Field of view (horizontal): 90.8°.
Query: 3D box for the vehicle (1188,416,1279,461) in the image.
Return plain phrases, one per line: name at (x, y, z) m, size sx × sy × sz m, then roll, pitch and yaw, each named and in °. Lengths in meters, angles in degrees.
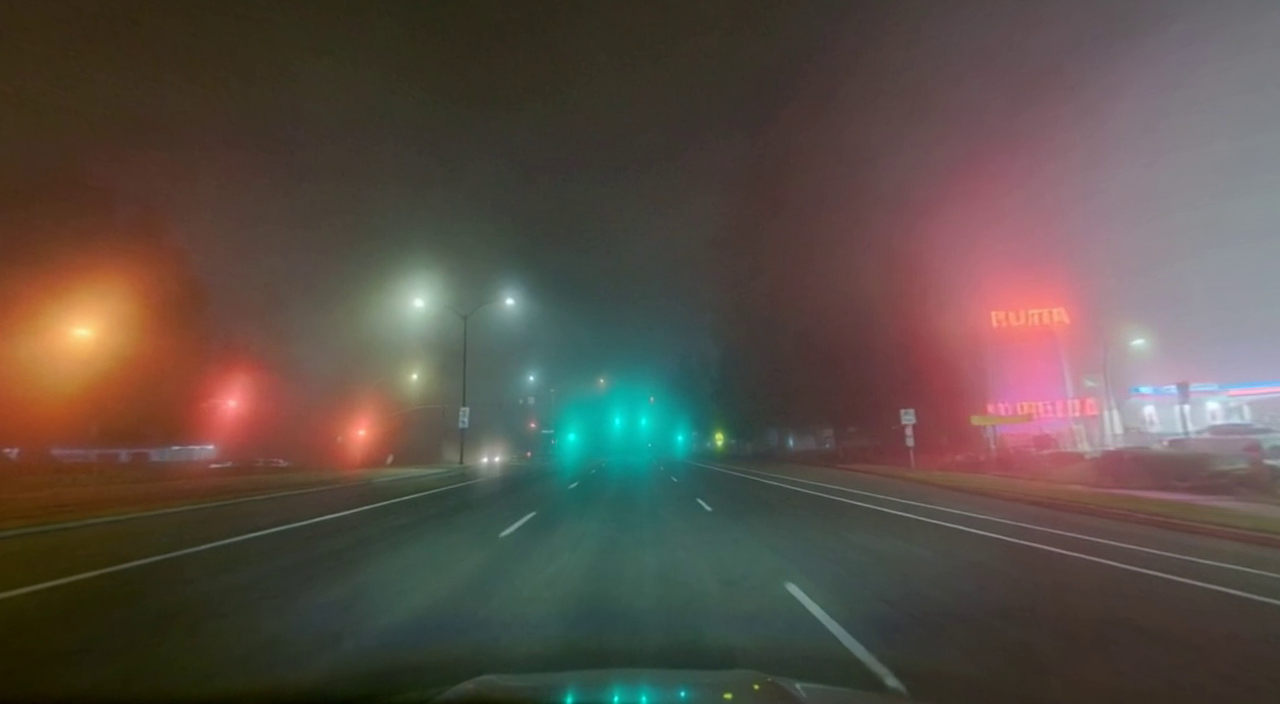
vehicle at (20.909, 2.885, 21.093) m, size 3.526 × 1.430 × 1.698 m, roll 0°, pitch -9°, yaw 1°
